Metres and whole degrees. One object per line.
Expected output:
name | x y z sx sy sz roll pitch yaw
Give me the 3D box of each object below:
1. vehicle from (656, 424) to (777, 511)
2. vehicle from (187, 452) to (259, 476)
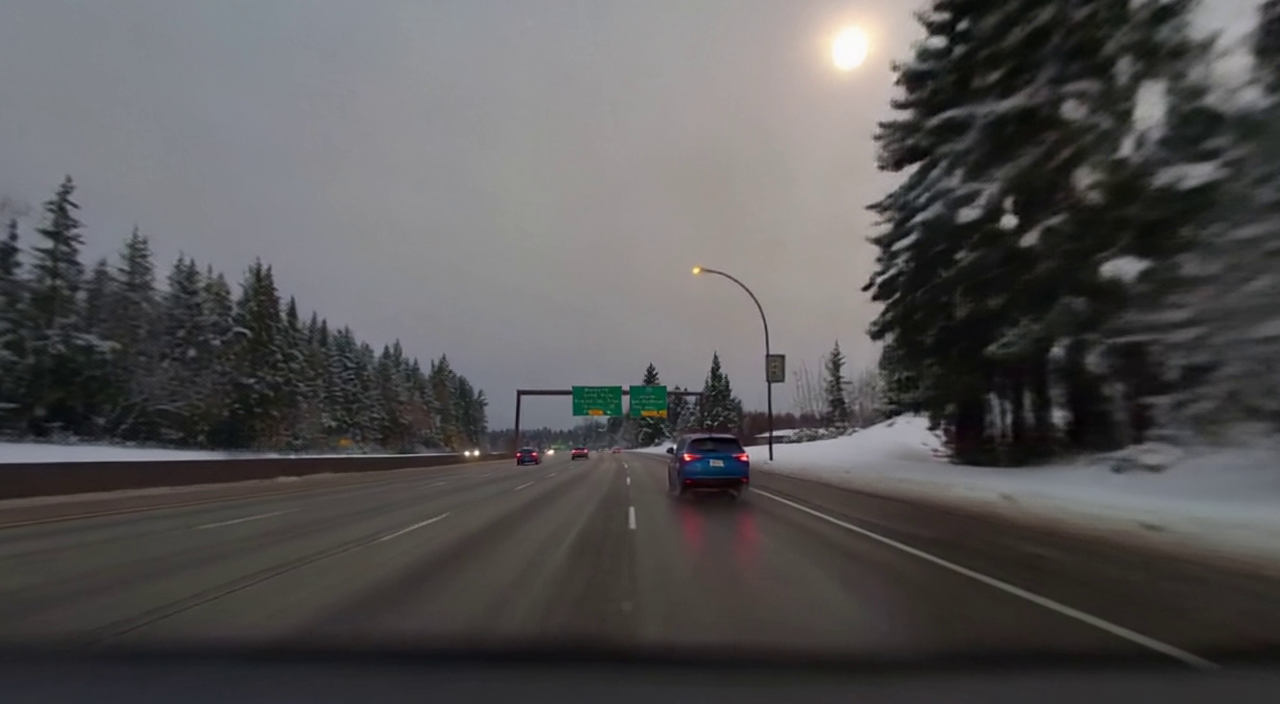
vehicle | 1.581 2.614 14.724 2.120 1.706 4.226 1 -8 -2
vehicle | -27.466 7.358 41.668 1.772 1.455 4.383 0 -8 -1
